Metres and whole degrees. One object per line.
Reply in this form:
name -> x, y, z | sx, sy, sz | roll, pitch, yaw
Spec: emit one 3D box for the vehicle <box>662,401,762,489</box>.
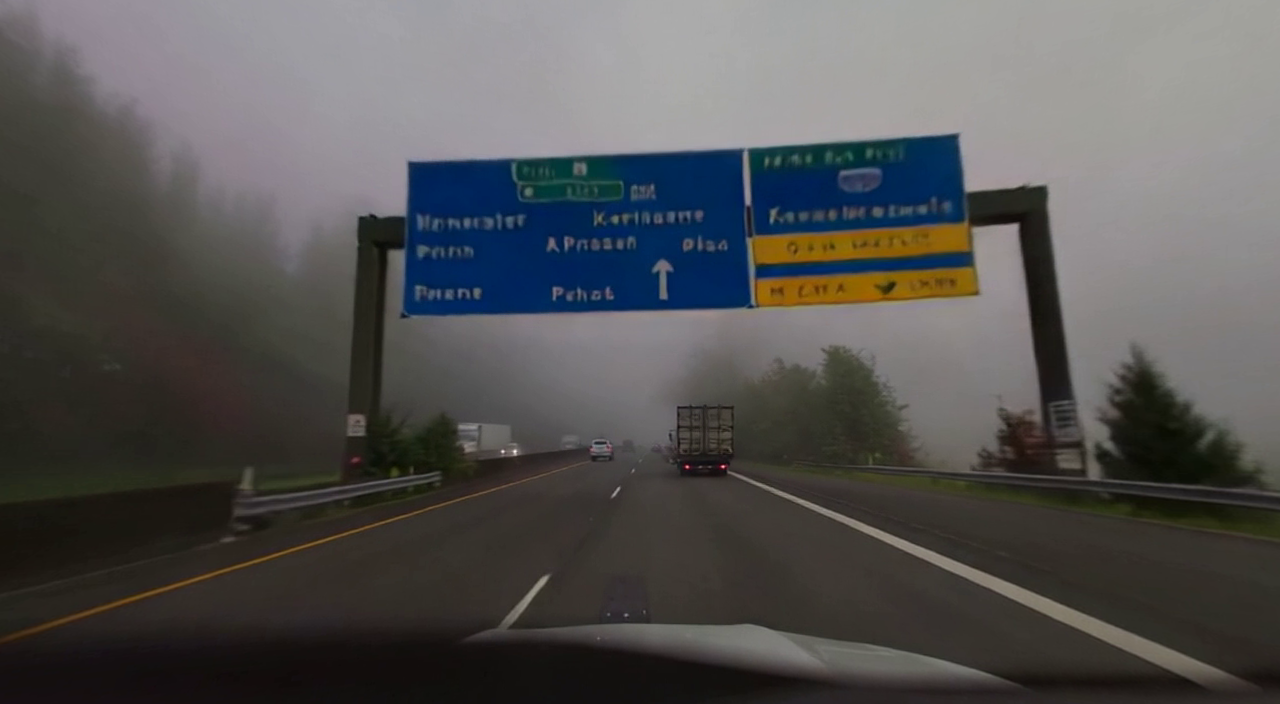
vehicle -> 2.104, 3.050, 20.791 | 2.677, 2.439, 6.402 | 0, -8, 1
